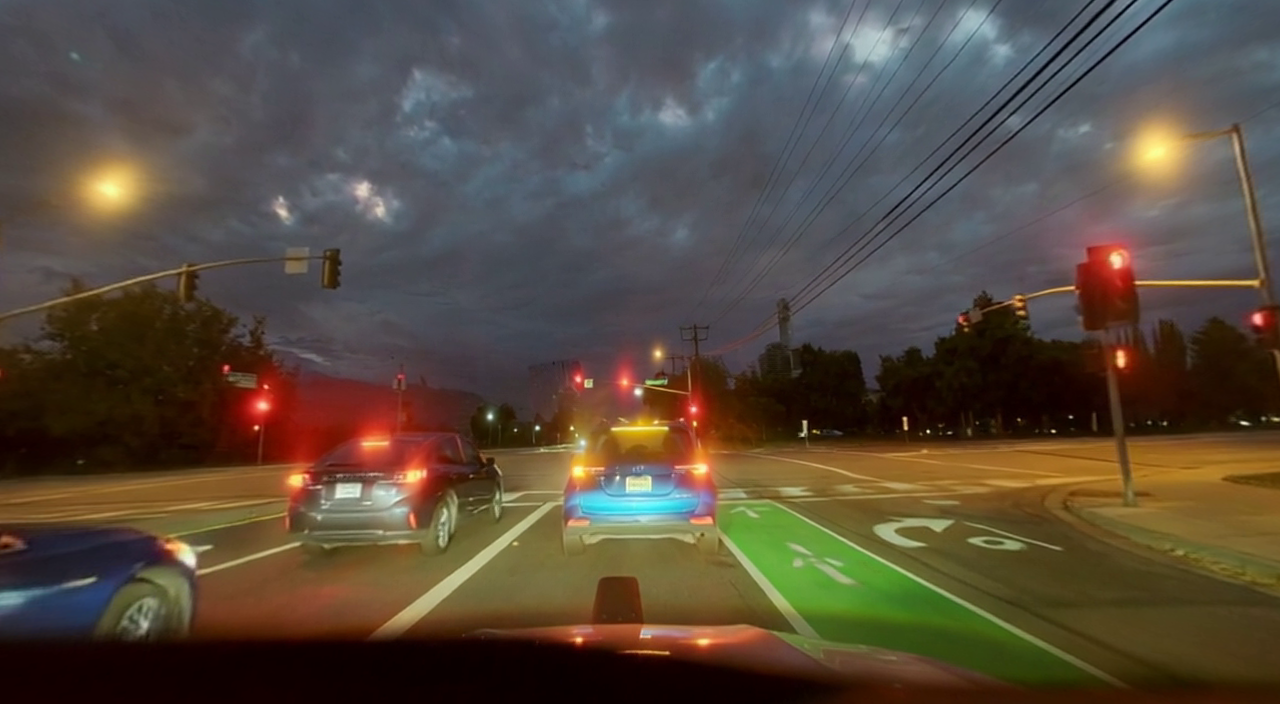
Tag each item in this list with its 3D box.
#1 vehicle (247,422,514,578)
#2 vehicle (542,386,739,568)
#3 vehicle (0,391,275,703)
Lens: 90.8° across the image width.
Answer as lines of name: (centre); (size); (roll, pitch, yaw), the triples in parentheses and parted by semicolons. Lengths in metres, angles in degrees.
vehicle: (-2.925, 1.758, 8.156); (1.726, 1.506, 3.840); (0, -9, 1)
vehicle: (-0.035, 1.715, 9.228); (2.036, 1.885, 5.196); (0, -9, -1)
vehicle: (-3.480, 0.775, 1.464); (2.138, 1.488, 5.327); (0, -7, -1)
